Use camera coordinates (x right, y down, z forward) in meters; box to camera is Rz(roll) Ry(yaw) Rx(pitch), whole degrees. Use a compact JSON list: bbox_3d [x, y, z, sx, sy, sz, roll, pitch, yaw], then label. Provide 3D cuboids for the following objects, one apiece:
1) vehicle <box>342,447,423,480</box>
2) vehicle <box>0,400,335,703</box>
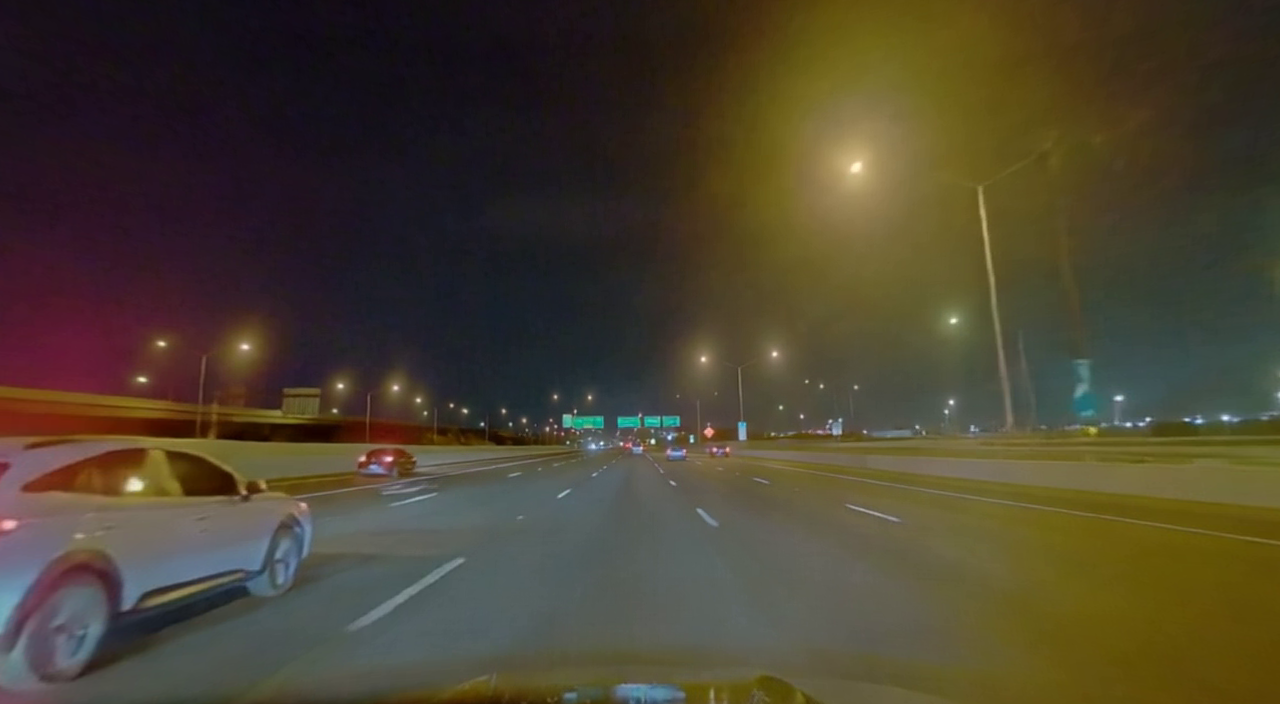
[{"bbox_3d":[-11.422,4.950,28.360,1.861,1.373,4.211,0,-8,0],"label":"vehicle"},{"bbox_3d":[-4.063,1.144,3.978,2.051,1.516,4.493,0,-8,0],"label":"vehicle"}]
